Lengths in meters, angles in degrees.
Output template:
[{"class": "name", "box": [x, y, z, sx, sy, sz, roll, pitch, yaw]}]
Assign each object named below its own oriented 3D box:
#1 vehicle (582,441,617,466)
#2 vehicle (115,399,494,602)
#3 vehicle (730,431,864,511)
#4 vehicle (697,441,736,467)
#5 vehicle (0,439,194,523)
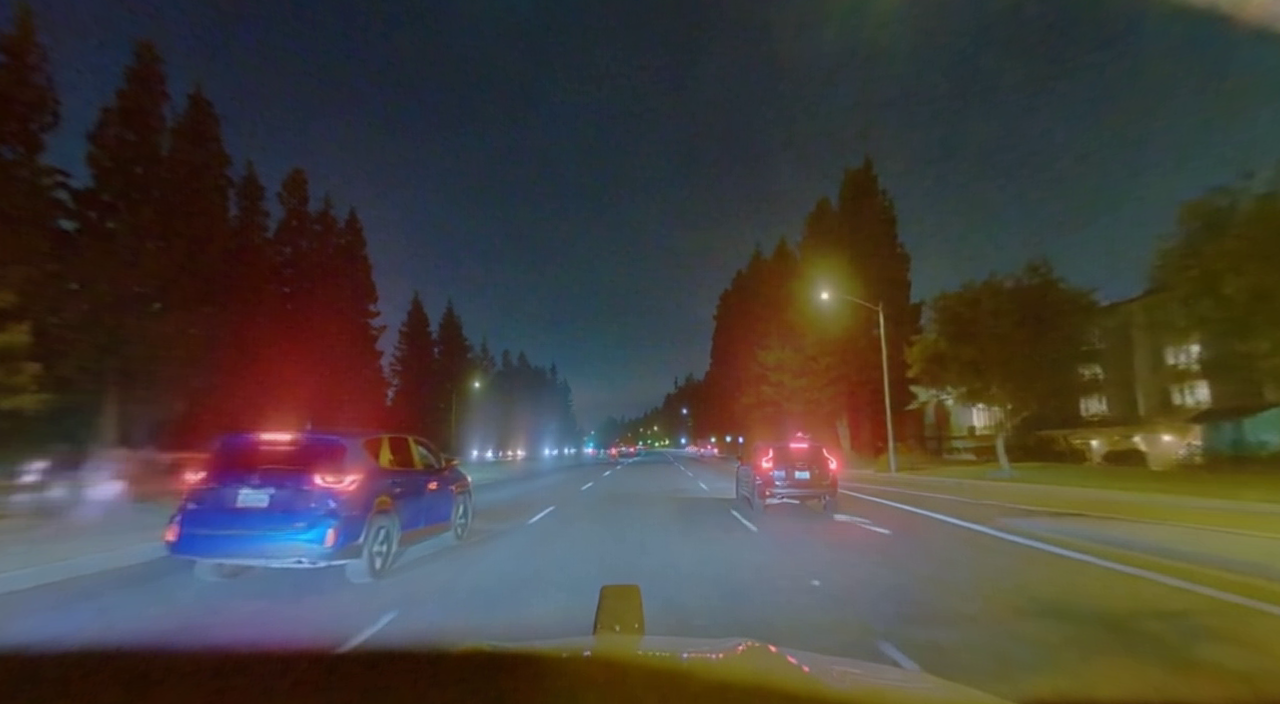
[{"class": "vehicle", "box": [-2.668, 6.803, 42.426, 1.988, 1.569, 4.202, 0, -8, 1]}, {"class": "vehicle", "box": [-3.371, 1.585, 7.696, 2.045, 1.688, 4.632, 0, -8, 0]}, {"class": "vehicle", "box": [3.625, 2.834, 15.576, 2.132, 1.659, 4.387, 0, -8, -1]}, {"class": "vehicle", "box": [5.182, 6.932, 43.170, 2.169, 1.669, 4.037, 0, -8, 0]}, {"class": "vehicle", "box": [-12.082, 2.656, 13.523, 1.993, 1.456, 4.327, -3, -8, -1]}]
